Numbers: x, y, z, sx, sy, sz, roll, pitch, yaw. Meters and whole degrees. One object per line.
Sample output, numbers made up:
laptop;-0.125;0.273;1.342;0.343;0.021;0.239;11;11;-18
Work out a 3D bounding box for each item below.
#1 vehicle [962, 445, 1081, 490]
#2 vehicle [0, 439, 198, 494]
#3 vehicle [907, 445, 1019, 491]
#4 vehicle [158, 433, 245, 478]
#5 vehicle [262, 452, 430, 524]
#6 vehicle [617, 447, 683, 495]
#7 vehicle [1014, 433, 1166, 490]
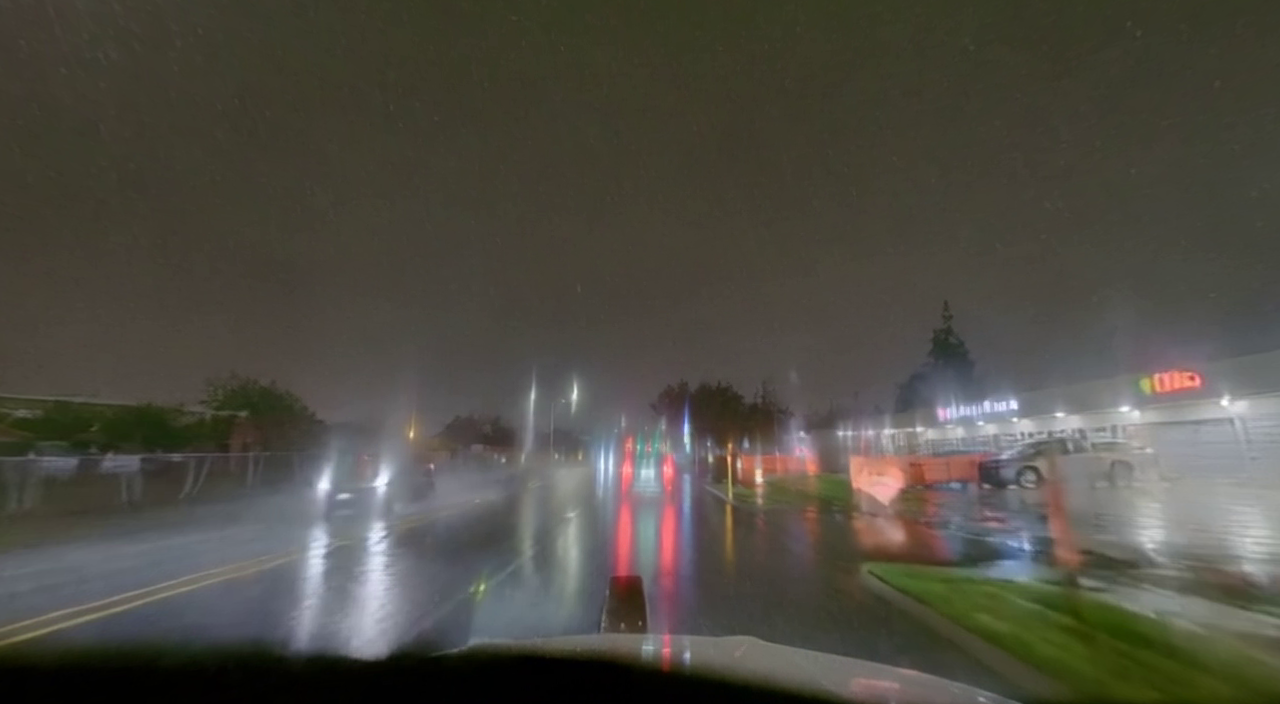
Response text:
vehicle;14.112;4.261;23.566;1.897;1.511;4.250;0;-9;2
vehicle;-27.895;5.224;29.167;2.951;2.274;15.187;0;-9;4
vehicle;11.816;4.249;23.368;1.970;1.501;4.514;0;-9;3
vehicle;-30.028;7.095;43.150;2.502;2.916;4.293;0;-9;5
vehicle;-7.038;3.257;15.647;2.034;1.499;4.236;0;-9;2
vehicle;0.322;4.204;22.528;2.144;1.514;4.063;0;-9;0
vehicle;16.084;3.944;22.834;2.101;1.825;4.700;0;-9;2
